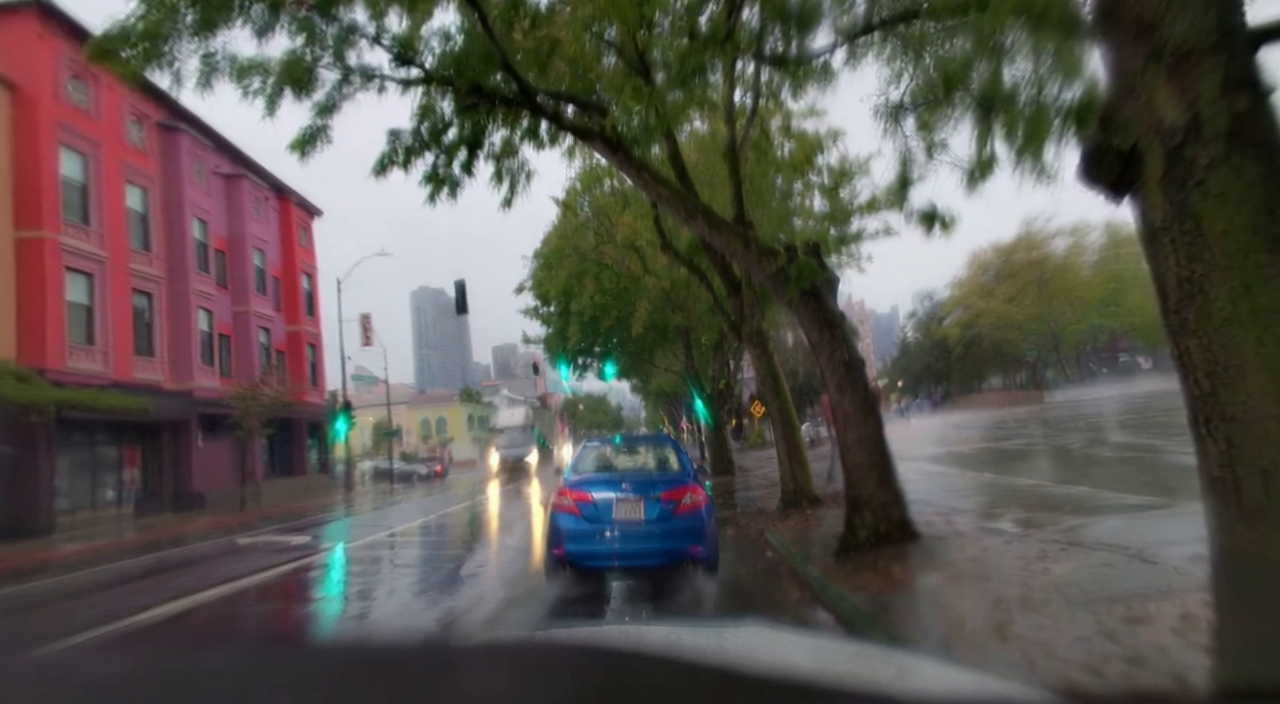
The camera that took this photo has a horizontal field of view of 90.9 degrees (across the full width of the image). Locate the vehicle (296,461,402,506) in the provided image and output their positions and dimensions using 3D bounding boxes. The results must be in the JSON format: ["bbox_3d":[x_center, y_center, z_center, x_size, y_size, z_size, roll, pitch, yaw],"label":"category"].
[{"bbox_3d":[-11.226,5.077,24.724,2.010,1.483,4.324,0,-8,1],"label":"vehicle"}]

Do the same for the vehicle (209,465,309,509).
[{"bbox_3d":[-17.441,6.155,28.917,3.516,1.383,1.704,-10,-10,1],"label":"vehicle"}]

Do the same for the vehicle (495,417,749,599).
[{"bbox_3d":[-0.065,1.577,7.228,2.094,1.478,3.922,-1,-8,3],"label":"vehicle"}]
